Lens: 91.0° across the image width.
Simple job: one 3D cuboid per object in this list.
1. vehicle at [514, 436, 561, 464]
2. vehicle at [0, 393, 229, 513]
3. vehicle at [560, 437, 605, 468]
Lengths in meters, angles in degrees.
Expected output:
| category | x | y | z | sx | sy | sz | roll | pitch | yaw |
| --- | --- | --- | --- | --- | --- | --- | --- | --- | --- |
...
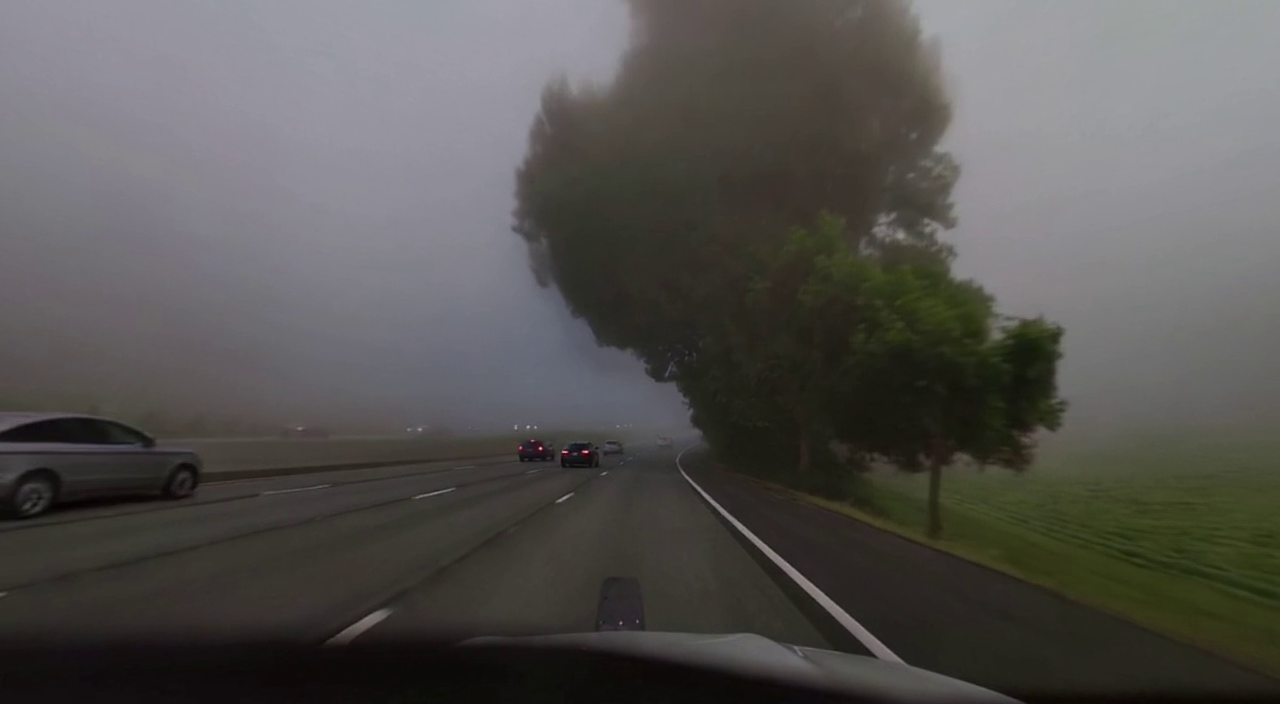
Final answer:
| category | x | y | z | sx | sy | sz | roll | pitch | yaw |
| --- | --- | --- | --- | --- | --- | --- | --- | --- | --- |
| vehicle | -6.763 | 6.524 | 41.958 | 2.108 | 1.686 | 4.556 | 0 | -9 | 3 |
| vehicle | -11.718 | 2.095 | 13.240 | 2.264 | 1.980 | 5.574 | 0 | -9 | 1 |
| vehicle | -3.325 | 5.954 | 37.346 | 2.035 | 1.673 | 4.469 | 0 | -9 | 3 |
